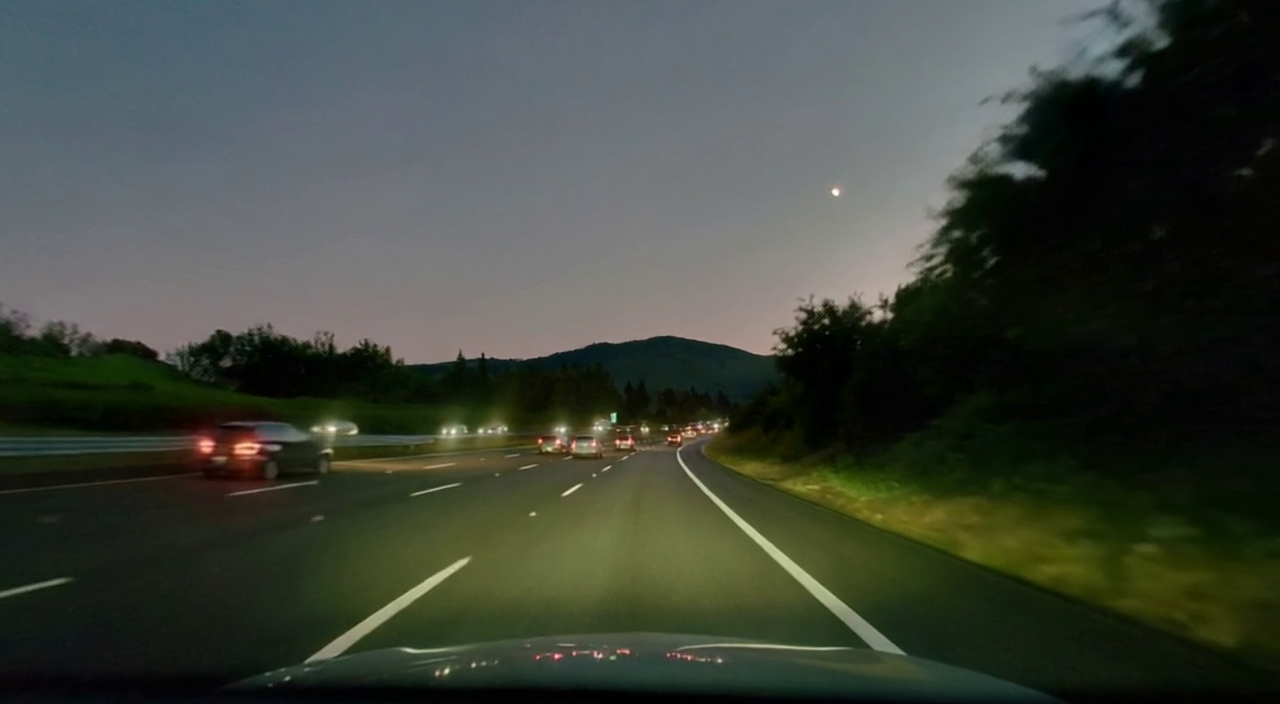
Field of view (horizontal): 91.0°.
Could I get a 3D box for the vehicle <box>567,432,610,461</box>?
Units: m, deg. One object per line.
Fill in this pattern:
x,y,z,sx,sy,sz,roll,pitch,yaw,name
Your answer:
-3.098,5.781,38.691,2.035,1.673,4.469,0,-8,3,vehicle

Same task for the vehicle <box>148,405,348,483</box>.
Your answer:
-11.338,2.756,18.927,2.264,1.980,5.574,0,-8,2,vehicle

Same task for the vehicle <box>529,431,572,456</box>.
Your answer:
-6.287,6.509,44.629,2.108,1.686,4.556,0,-8,4,vehicle
